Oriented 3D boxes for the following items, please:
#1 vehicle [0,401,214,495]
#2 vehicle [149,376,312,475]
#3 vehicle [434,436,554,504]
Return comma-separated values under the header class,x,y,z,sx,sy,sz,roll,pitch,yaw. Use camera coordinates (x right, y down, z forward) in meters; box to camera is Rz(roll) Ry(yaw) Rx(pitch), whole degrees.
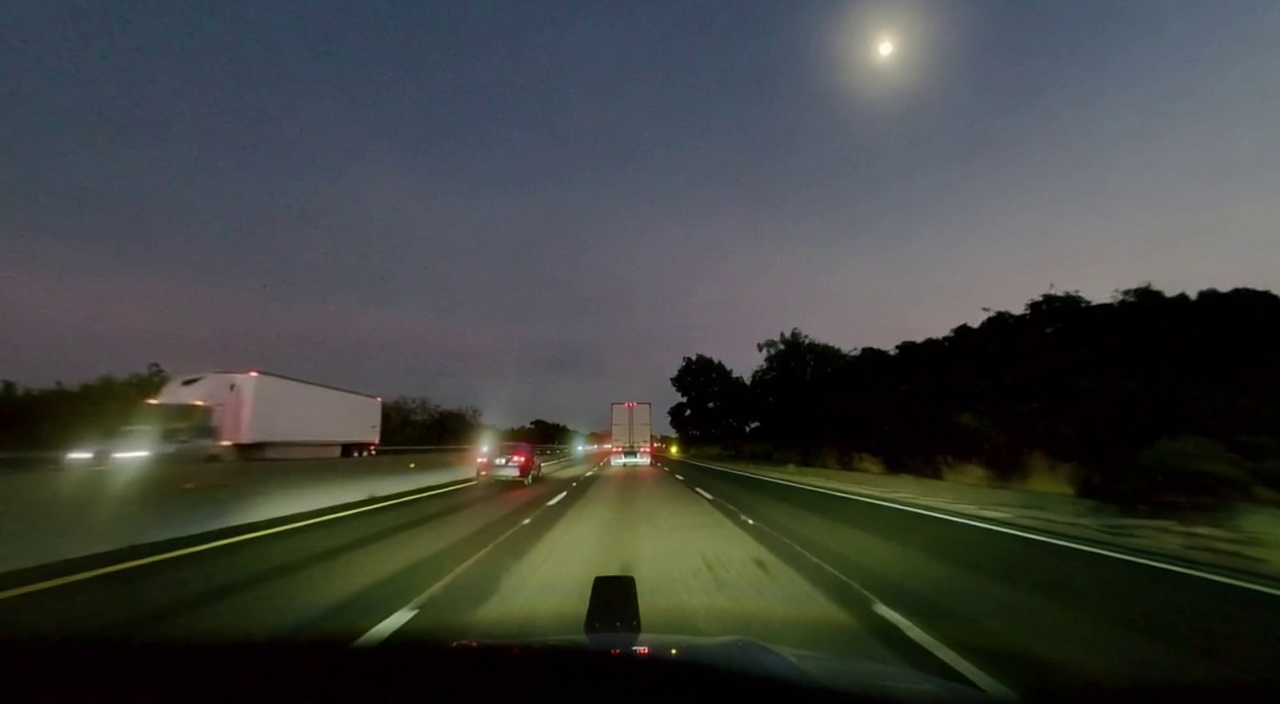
class,x,y,z,sx,sy,sz,roll,pitch,yaw
vehicle,-12.897,2.306,15.006,2.047,1.878,4.683,0,-9,0
vehicle,-17.342,3.273,27.157,2.915,3.765,5.897,-1,-9,0
vehicle,-3.626,3.016,16.471,2.057,1.519,4.372,0,-9,1
